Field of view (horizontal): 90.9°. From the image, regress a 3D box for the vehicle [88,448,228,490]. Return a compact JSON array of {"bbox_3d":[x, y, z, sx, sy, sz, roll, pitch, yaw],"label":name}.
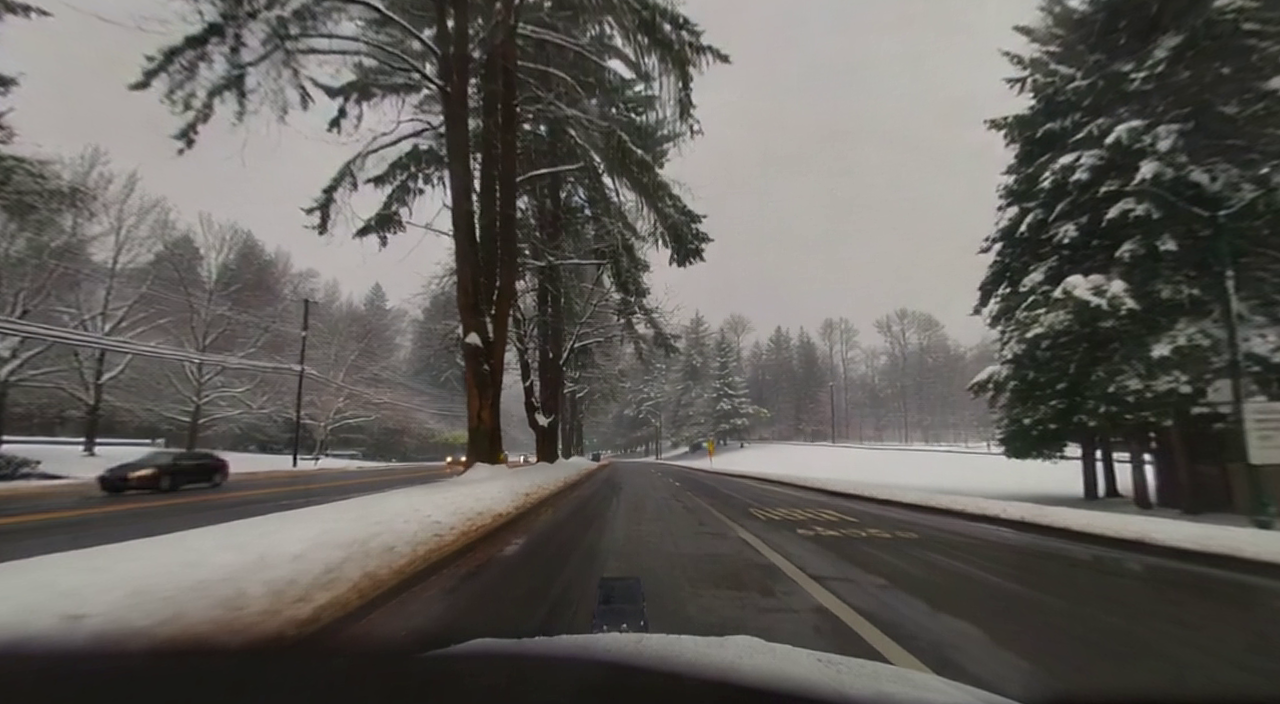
[{"bbox_3d":[-19.656,4.748,26.039,2.099,1.504,4.721,0,-8,-1],"label":"vehicle"}]
